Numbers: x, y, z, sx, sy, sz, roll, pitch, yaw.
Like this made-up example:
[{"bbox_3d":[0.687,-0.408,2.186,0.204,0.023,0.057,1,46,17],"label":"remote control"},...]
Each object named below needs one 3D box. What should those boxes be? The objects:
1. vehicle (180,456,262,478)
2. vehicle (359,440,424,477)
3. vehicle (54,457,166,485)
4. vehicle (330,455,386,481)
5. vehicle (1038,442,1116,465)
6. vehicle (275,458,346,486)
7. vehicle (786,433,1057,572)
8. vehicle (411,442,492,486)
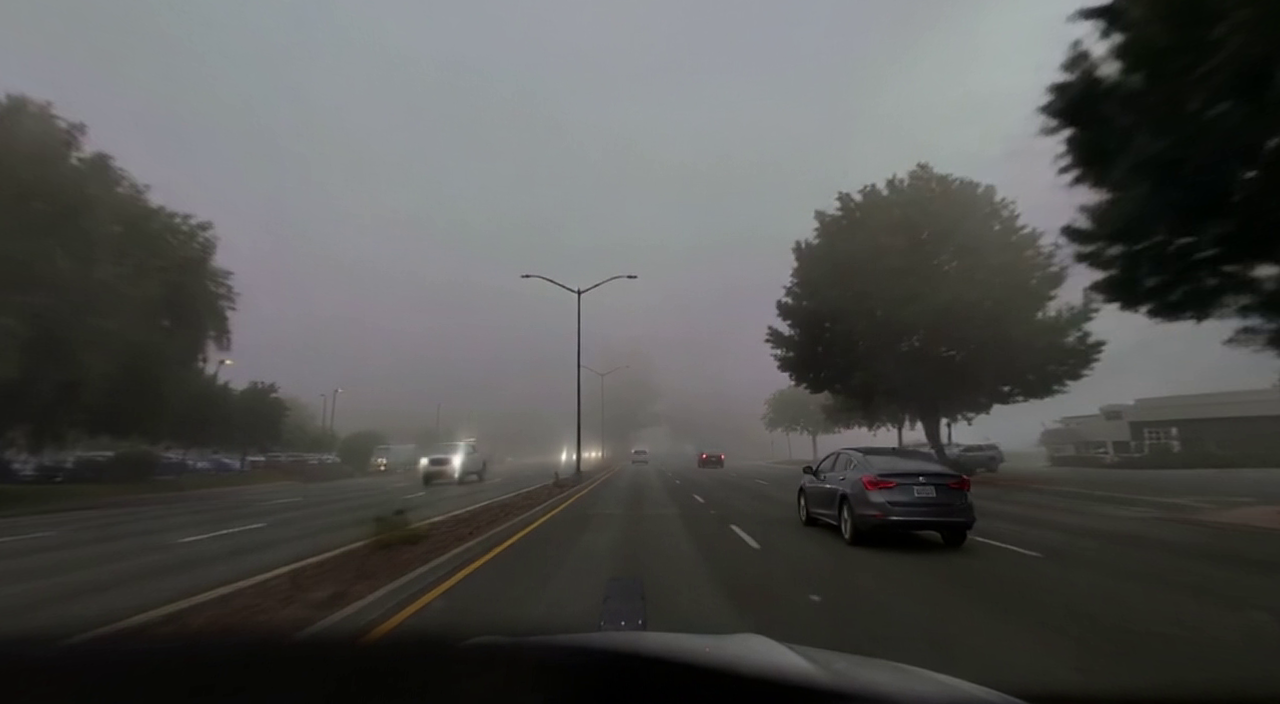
[{"bbox_3d":[-29.916,8.210,44.908,4.549,1.438,1.796,0,-9,-1],"label":"vehicle"},{"bbox_3d":[-19.120,8.233,48.765,2.242,2.633,6.792,0,-9,1],"label":"vehicle"},{"bbox_3d":[-29.743,6.679,35.315,4.499,1.476,1.869,0,-9,-1],"label":"vehicle"},{"bbox_3d":[-19.074,7.844,42.624,1.841,1.573,4.254,0,-9,-1],"label":"vehicle"},{"bbox_3d":[32.255,7.492,46.404,4.394,1.681,2.009,1,-8,-5],"label":"vehicle"},{"bbox_3d":[-19.234,7.010,36.838,1.787,1.452,4.482,0,-9,-1],"label":"vehicle"},{"bbox_3d":[3.614,1.993,9.158,1.935,1.501,4.384,0,-9,0],"label":"vehicle"},{"bbox_3d":[-8.523,5.089,28.890,2.156,1.838,4.945,0,-9,0],"label":"vehicle"}]
